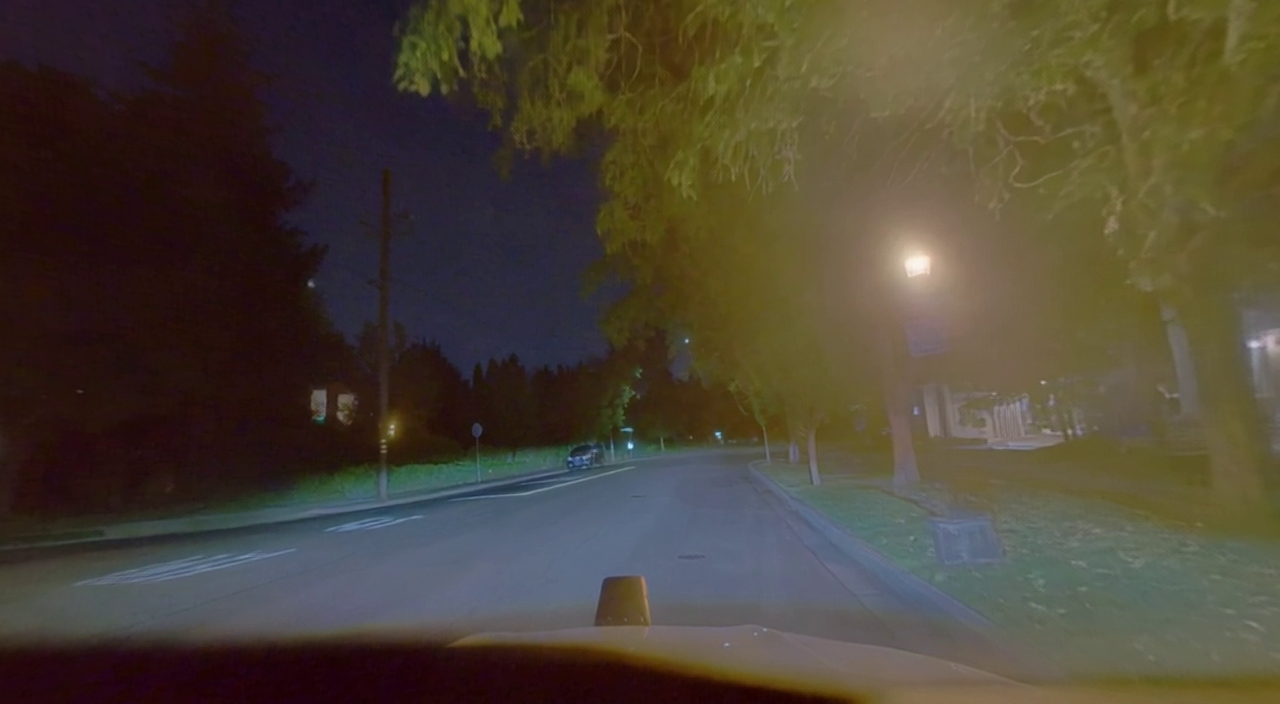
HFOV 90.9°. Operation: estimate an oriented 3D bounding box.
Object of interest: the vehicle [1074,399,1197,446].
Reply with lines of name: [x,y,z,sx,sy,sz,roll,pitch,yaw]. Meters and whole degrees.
vehicle: [18.916,2.809,24.369,1.806,1.481,4.671,-6,-10,14]
